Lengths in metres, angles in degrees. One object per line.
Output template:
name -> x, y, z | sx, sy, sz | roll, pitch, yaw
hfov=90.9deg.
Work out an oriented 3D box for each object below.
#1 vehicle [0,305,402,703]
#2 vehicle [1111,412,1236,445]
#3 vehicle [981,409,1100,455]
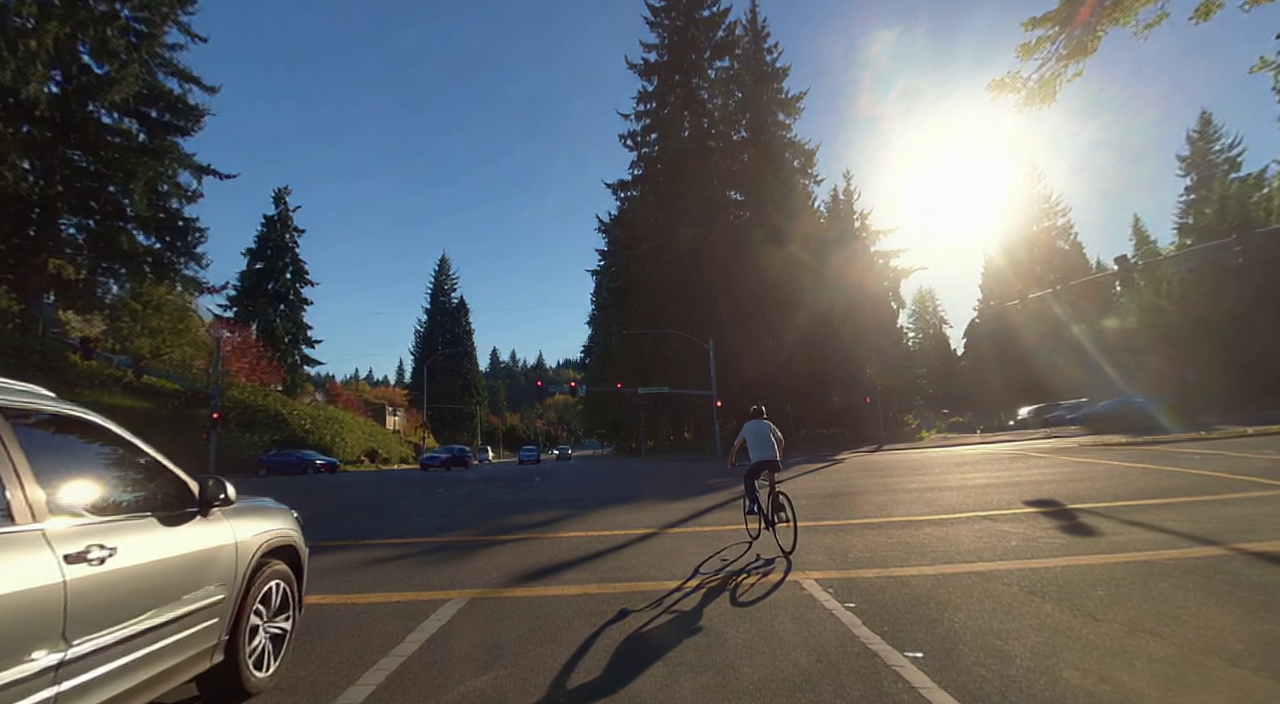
vehicle -> -2.959, 0.867, 2.743 | 2.049, 1.756, 4.602 | 0, -8, 0
vehicle -> 25.762, 3.729, 30.491 | 4.716, 1.507, 1.904 | 2, -9, -11
vehicle -> 18.580, 3.750, 29.376 | 4.237, 1.948, 1.997 | 0, -9, -9
